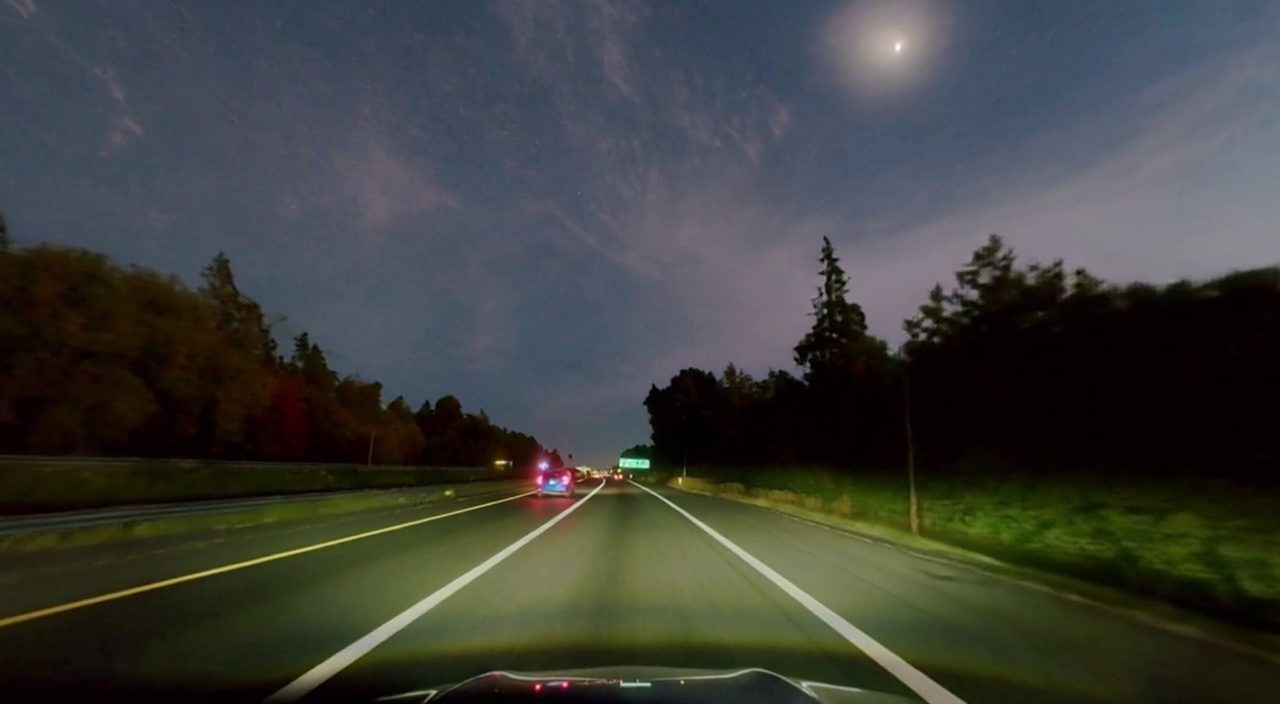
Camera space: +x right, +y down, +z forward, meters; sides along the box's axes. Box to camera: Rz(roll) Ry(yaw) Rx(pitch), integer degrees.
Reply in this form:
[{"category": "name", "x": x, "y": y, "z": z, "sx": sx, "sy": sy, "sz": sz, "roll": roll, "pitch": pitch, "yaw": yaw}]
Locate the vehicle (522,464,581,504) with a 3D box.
[{"category": "vehicle", "x": -3.756, "y": 5.705, "z": 27.463, "sx": 1.967, "sy": 1.556, "sz": 4.364, "roll": 1, "pitch": -11, "yaw": -1}]
